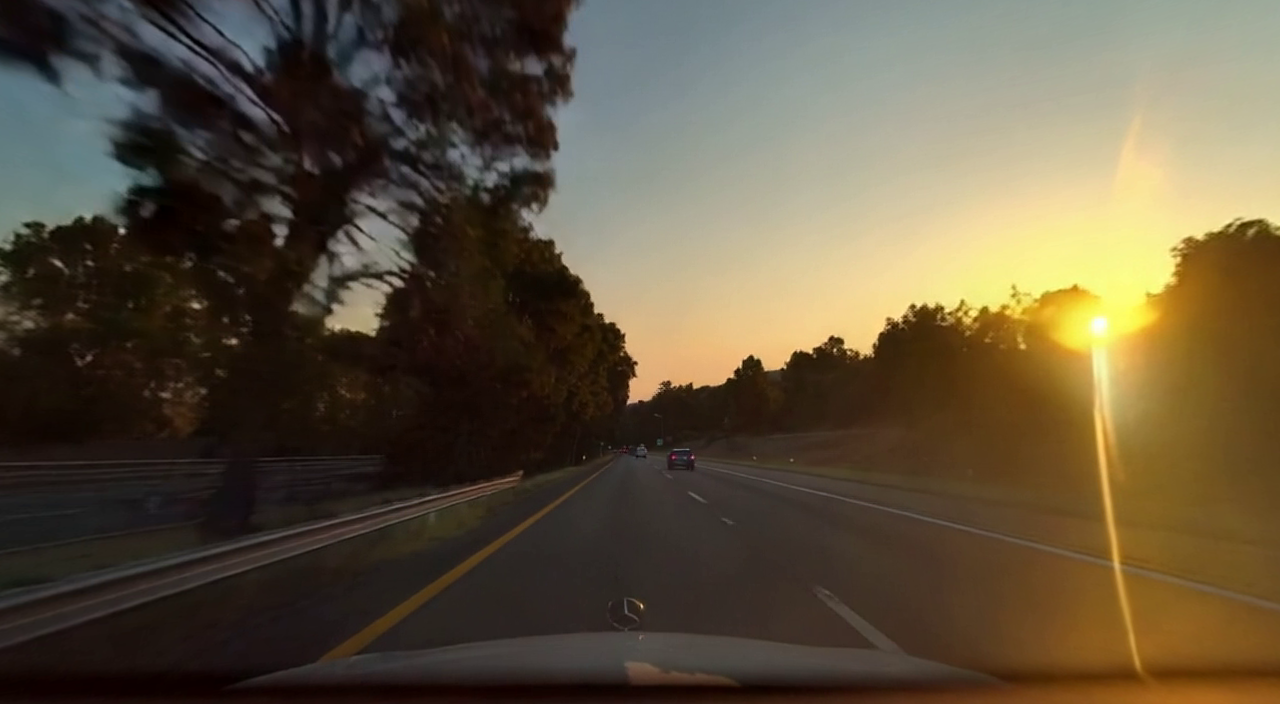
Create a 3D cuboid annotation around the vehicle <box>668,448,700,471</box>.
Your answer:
[{"bbox_3d":[3.027,7.525,44.322,1.870,1.486,3.858,0,-9,-2],"label":"vehicle"}]
